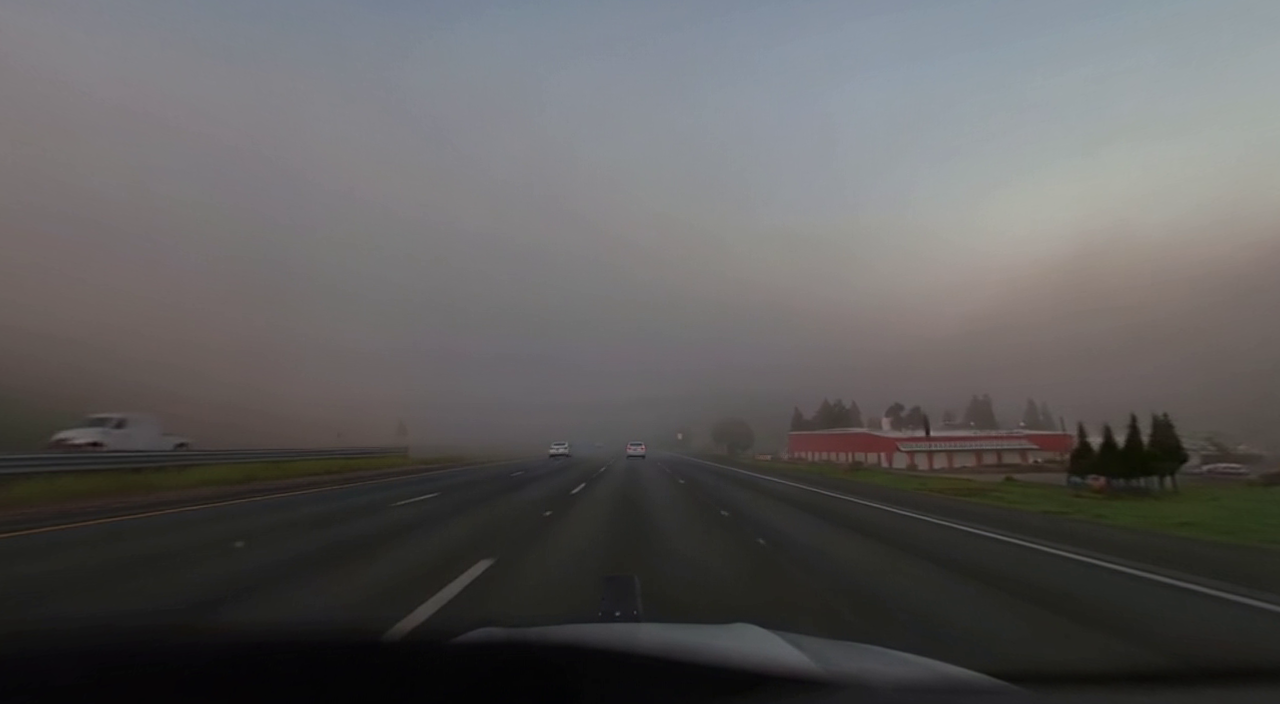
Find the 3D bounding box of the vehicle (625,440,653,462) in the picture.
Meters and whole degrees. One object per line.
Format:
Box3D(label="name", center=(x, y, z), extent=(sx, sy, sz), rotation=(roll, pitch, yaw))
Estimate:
Box3D(label="vehicle", center=(-0.098, 7.754, 49.544), extent=(2.073, 1.635, 4.195), rotation=(0, -9, 0))
